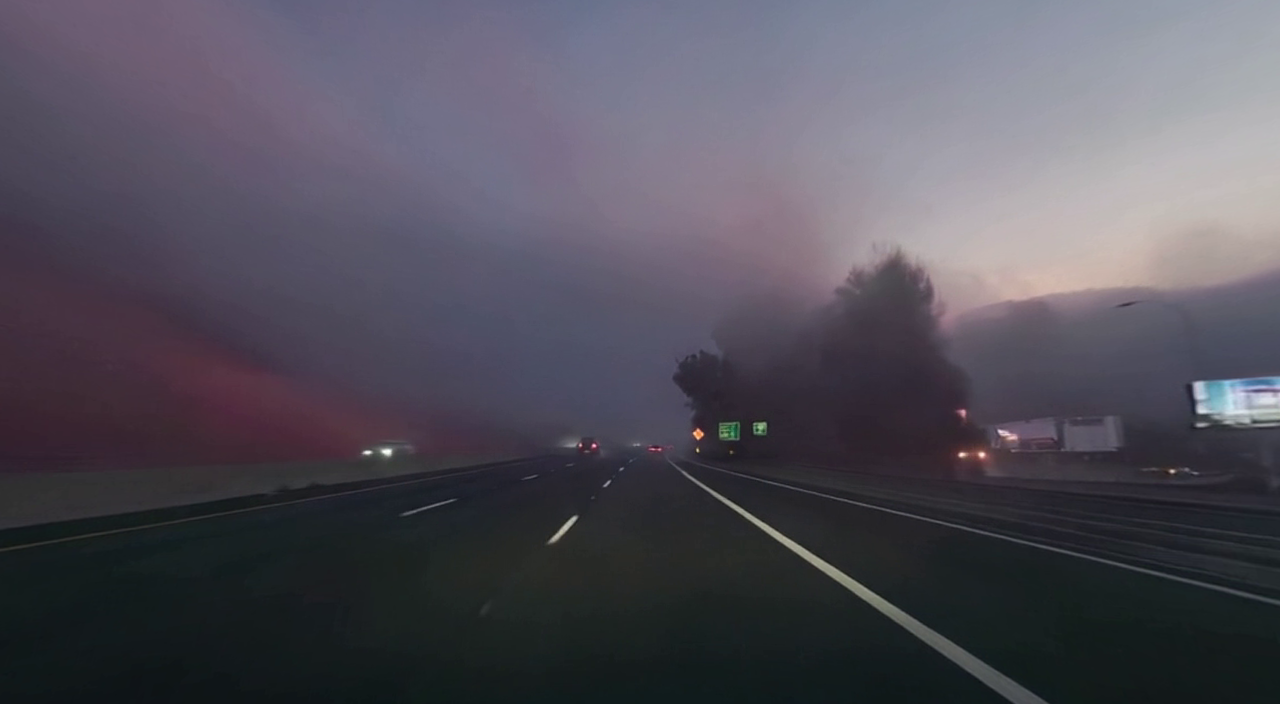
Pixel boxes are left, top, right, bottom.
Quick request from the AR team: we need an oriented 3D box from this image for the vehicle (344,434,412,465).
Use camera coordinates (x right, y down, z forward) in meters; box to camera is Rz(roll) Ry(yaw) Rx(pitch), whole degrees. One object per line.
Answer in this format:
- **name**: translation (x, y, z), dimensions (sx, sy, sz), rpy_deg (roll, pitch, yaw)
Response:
- **vehicle**: translation (-17.218, 6.448, 41.684), dimensions (2.259, 1.904, 4.708), rpy_deg (0, -8, 3)
